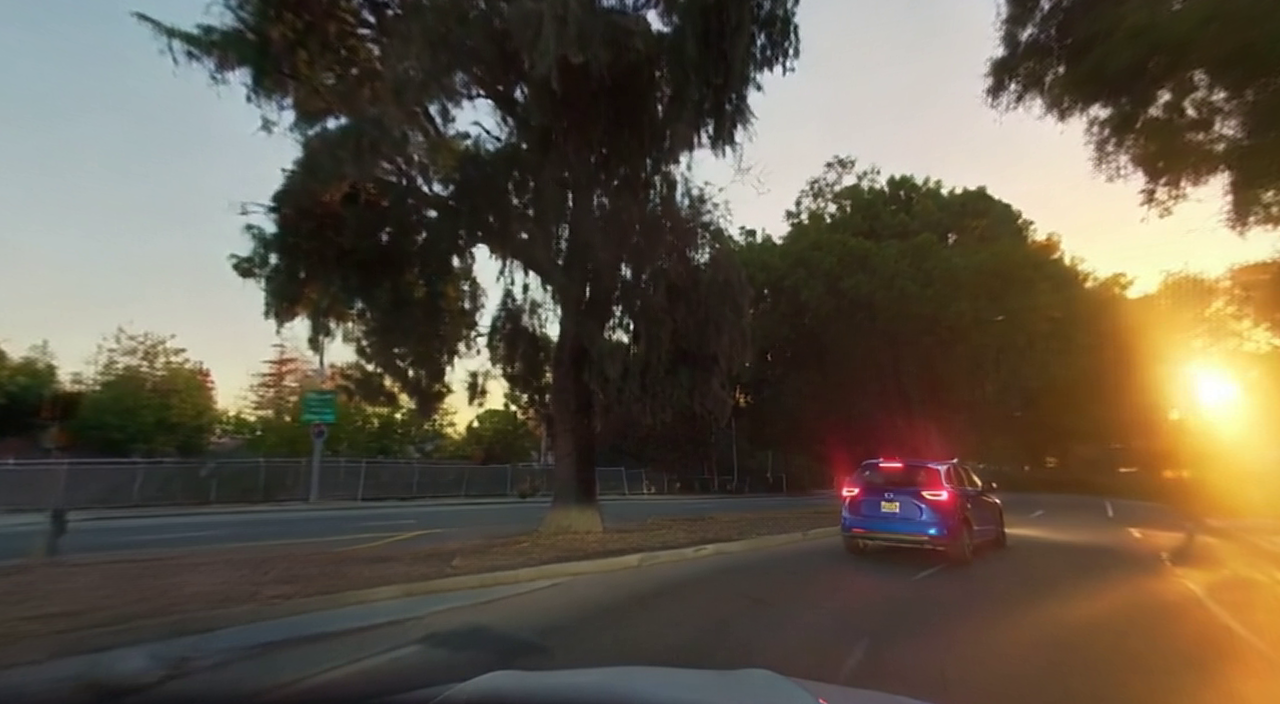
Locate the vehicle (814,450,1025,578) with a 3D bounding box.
[{"bbox_3d":[4.605,2.339,10.044,2.148,1.521,4.089,-6,-10,36],"label":"vehicle"}]
